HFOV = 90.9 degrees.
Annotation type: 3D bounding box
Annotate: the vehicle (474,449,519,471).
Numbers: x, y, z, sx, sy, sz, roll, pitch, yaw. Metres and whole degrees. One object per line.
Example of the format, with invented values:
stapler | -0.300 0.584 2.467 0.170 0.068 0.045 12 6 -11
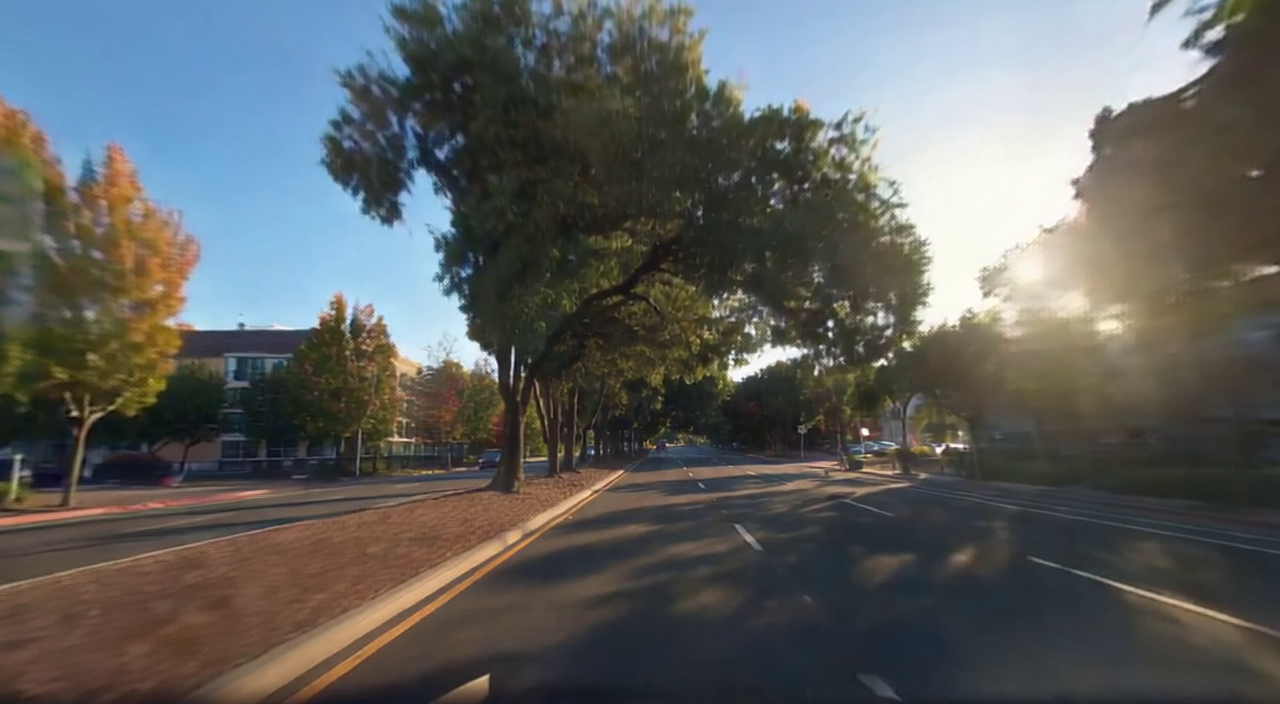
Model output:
vehicle | -10.235 7.710 45.247 1.930 1.494 4.706 -1 -8 3
